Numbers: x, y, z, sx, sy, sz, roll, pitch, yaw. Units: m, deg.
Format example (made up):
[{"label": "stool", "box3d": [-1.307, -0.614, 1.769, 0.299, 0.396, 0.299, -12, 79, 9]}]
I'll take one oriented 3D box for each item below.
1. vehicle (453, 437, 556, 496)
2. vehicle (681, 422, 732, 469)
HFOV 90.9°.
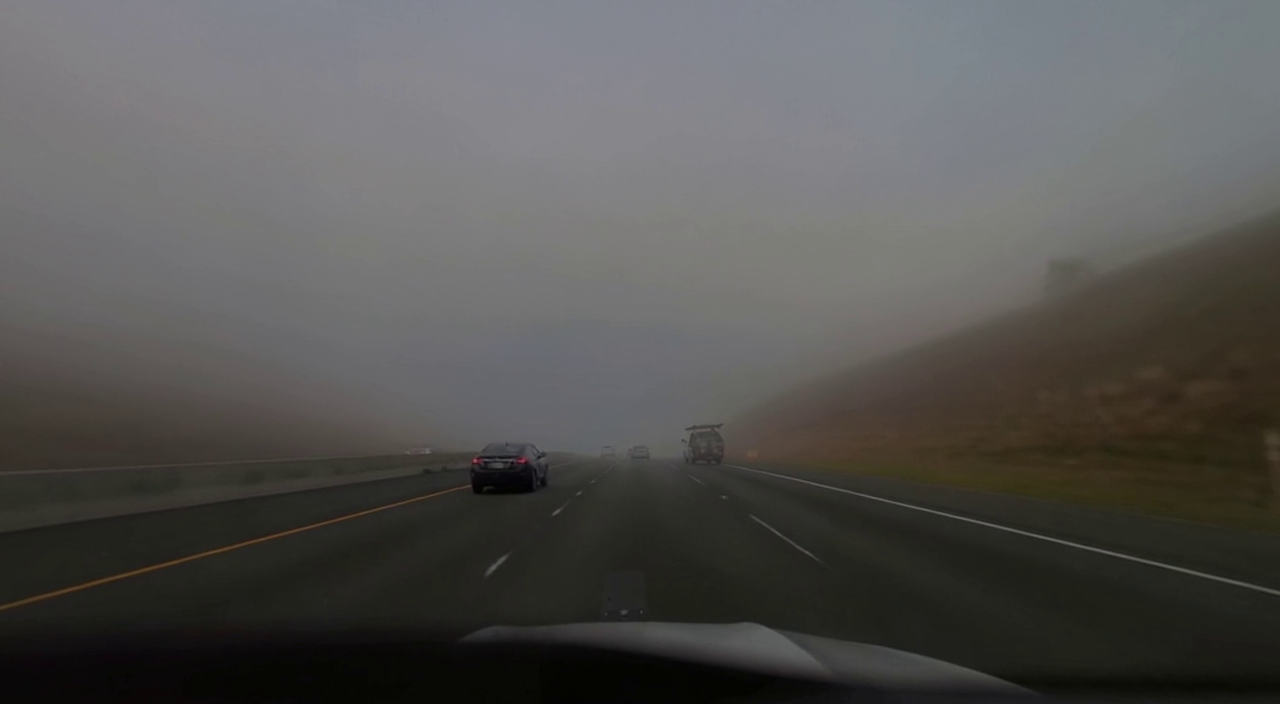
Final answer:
[{"label": "vehicle", "box3d": [-3.821, 3.333, 18.636, 2.054, 1.529, 4.368, 0, -9, 1]}, {"label": "vehicle", "box3d": [3.935, 5.712, 38.420, 2.361, 2.636, 5.684, 0, -9, -1]}]
